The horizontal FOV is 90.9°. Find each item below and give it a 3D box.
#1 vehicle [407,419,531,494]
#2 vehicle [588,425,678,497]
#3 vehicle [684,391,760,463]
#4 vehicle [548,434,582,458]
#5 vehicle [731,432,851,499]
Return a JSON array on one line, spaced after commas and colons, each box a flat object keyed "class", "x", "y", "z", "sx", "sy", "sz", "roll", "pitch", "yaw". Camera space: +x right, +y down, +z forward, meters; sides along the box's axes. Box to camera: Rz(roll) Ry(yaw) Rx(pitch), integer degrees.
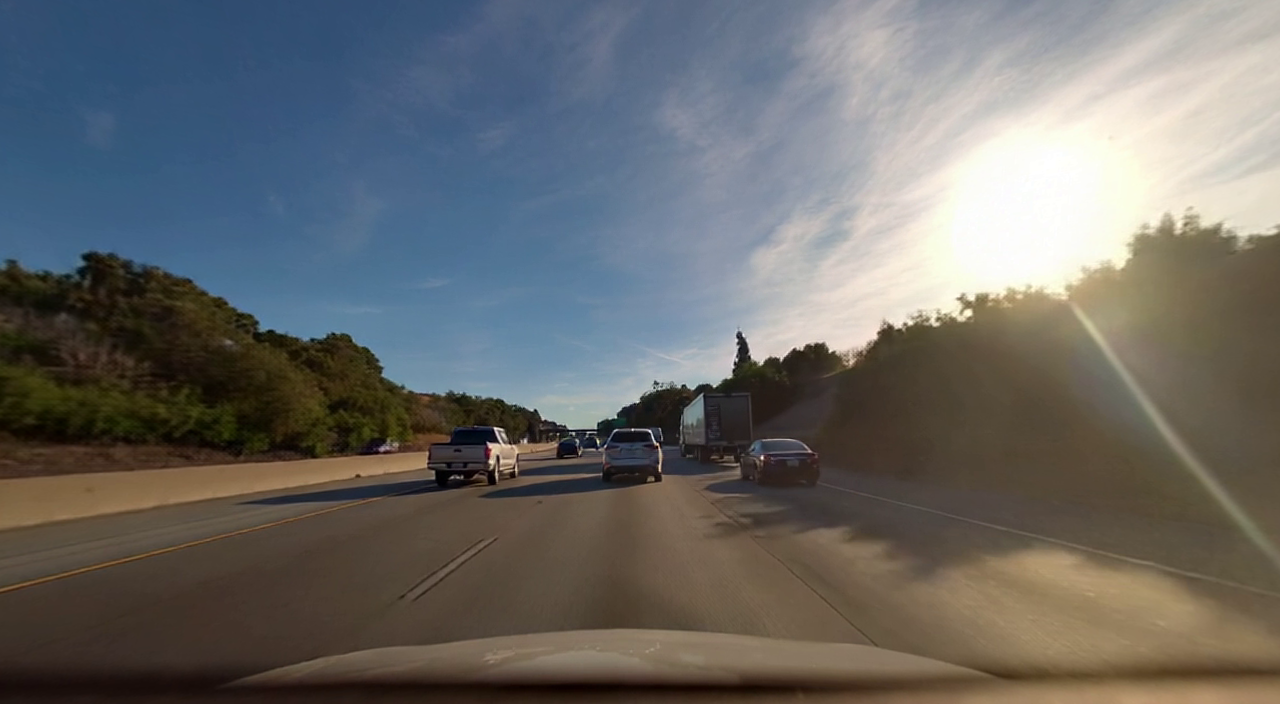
[{"class": "vehicle", "x": -4.533, "y": 2.840, "z": 17.590, "sx": 2.101, "sy": 1.767, "sz": 4.702, "roll": 0, "pitch": -8, "yaw": 0}, {"class": "vehicle", "x": -0.198, "y": 2.781, "z": 16.534, "sx": 2.083, "sy": 1.647, "sz": 3.799, "roll": 0, "pitch": -8, "yaw": -1}, {"class": "vehicle", "x": 5.202, "y": 5.236, "z": 43.178, "sx": 2.888, "sy": 4.135, "sz": 14.071, "roll": 0, "pitch": -8, "yaw": -2}, {"class": "vehicle", "x": -5.420, "y": 6.885, "z": 46.138, "sx": 1.971, "sy": 1.648, "sz": 3.983, "roll": 0, "pitch": -8, "yaw": 0}, {"class": "vehicle", "x": 3.670, "y": 2.807, "z": 16.109, "sx": 1.951, "sy": 1.477, "sz": 3.963, "roll": 0, "pitch": -8, "yaw": -2}]
